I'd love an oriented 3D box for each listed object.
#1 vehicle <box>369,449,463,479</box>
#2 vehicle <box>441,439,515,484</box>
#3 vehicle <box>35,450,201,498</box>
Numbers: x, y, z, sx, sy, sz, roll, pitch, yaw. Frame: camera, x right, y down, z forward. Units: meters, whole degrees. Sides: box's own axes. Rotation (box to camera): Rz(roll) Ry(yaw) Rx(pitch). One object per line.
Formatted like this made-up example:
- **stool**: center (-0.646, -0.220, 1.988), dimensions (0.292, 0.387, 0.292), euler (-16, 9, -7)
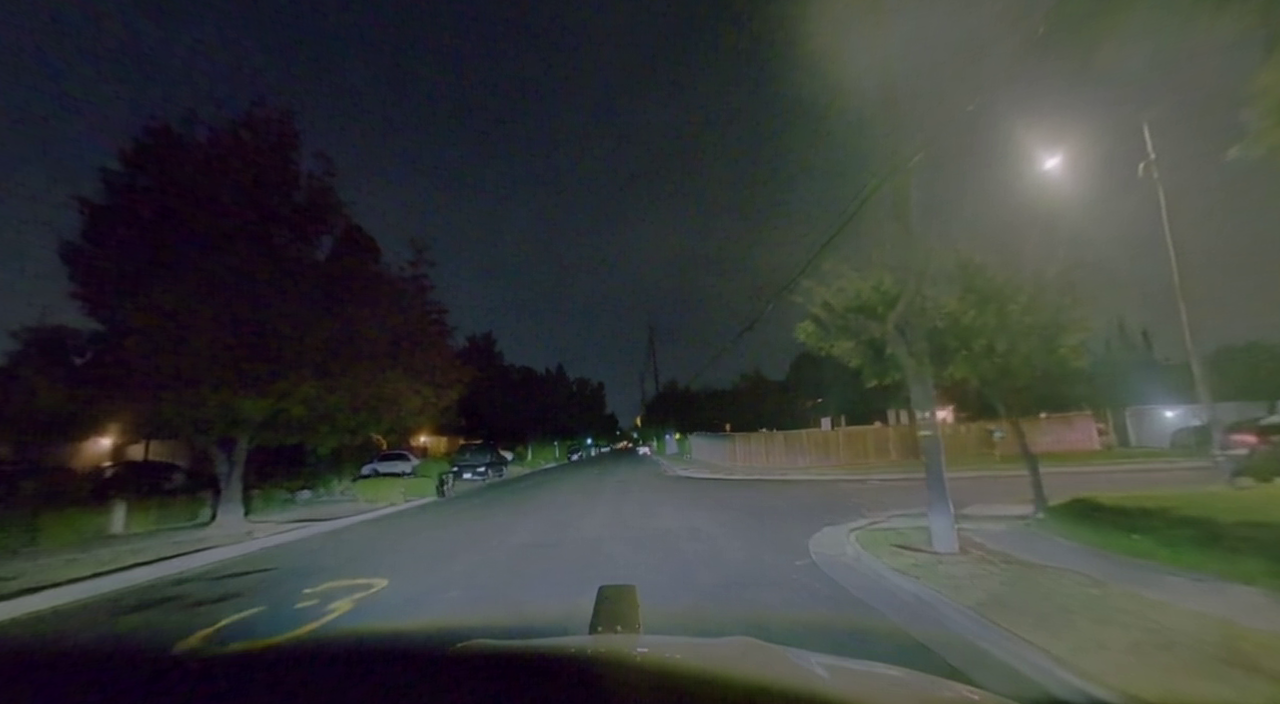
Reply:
- **vehicle**: center (-12.517, 6.249, 35.506), dimensions (4.538, 1.578, 2.000), euler (0, -8, 1)
- **vehicle**: center (-7.528, 5.178, 29.941), dimensions (2.091, 1.912, 4.598), euler (0, -10, 2)
- **vehicle**: center (-18.106, 4.229, 22.059), dimensions (4.147, 1.423, 1.875), euler (1, -6, 0)
